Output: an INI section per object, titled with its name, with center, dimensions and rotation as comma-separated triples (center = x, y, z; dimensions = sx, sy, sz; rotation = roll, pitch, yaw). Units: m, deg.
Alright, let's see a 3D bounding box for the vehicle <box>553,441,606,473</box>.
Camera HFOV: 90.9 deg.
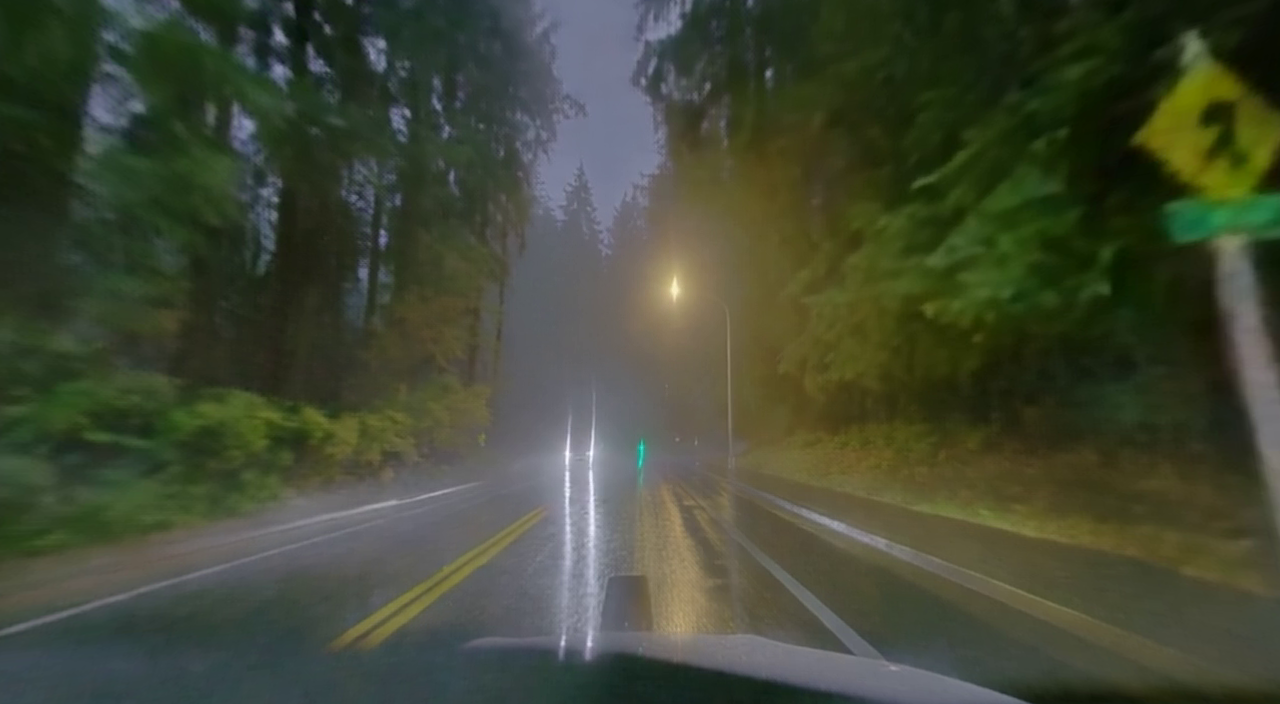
[vehicle]
center = -3.398, 6.064, 36.601
dimensions = 2.390, 1.721, 4.863
rotation = -1, -9, 3
